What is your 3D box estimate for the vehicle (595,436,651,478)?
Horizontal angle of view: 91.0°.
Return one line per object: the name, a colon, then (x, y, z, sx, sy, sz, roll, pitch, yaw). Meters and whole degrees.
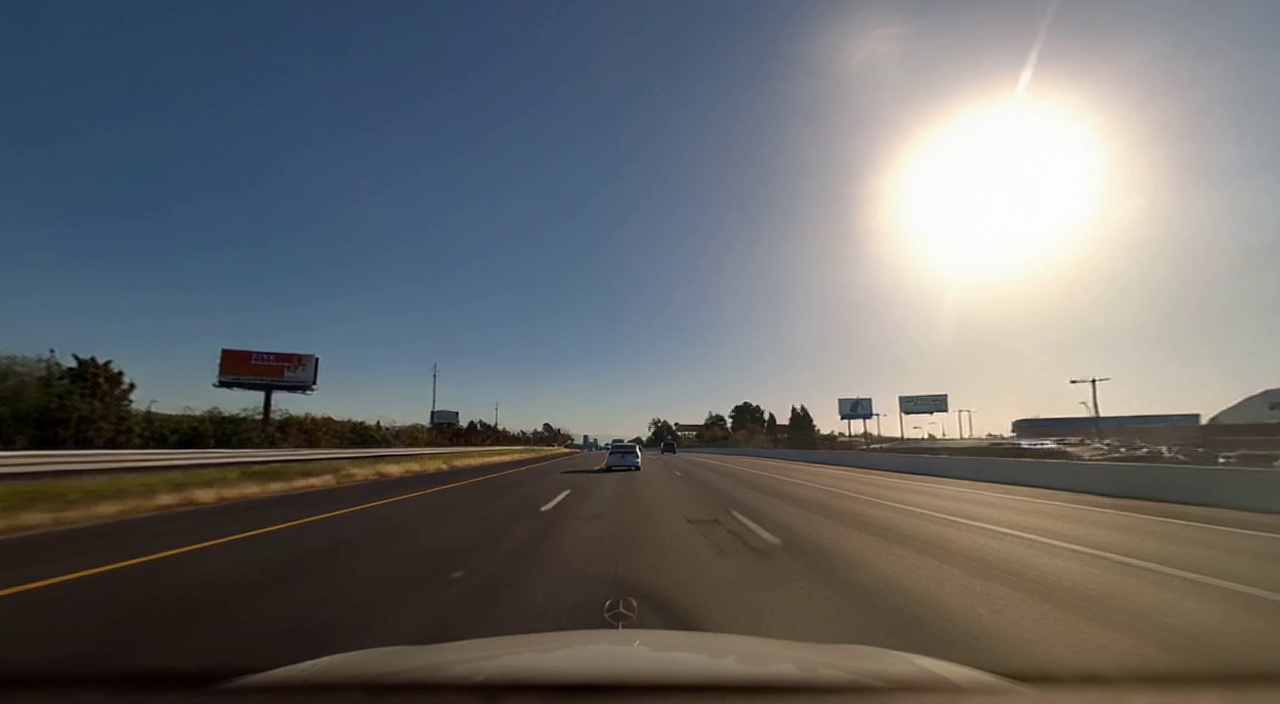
vehicle: (-0.658, 4.351, 26.331, 2.147, 1.576, 3.964, 0, -8, 0)
